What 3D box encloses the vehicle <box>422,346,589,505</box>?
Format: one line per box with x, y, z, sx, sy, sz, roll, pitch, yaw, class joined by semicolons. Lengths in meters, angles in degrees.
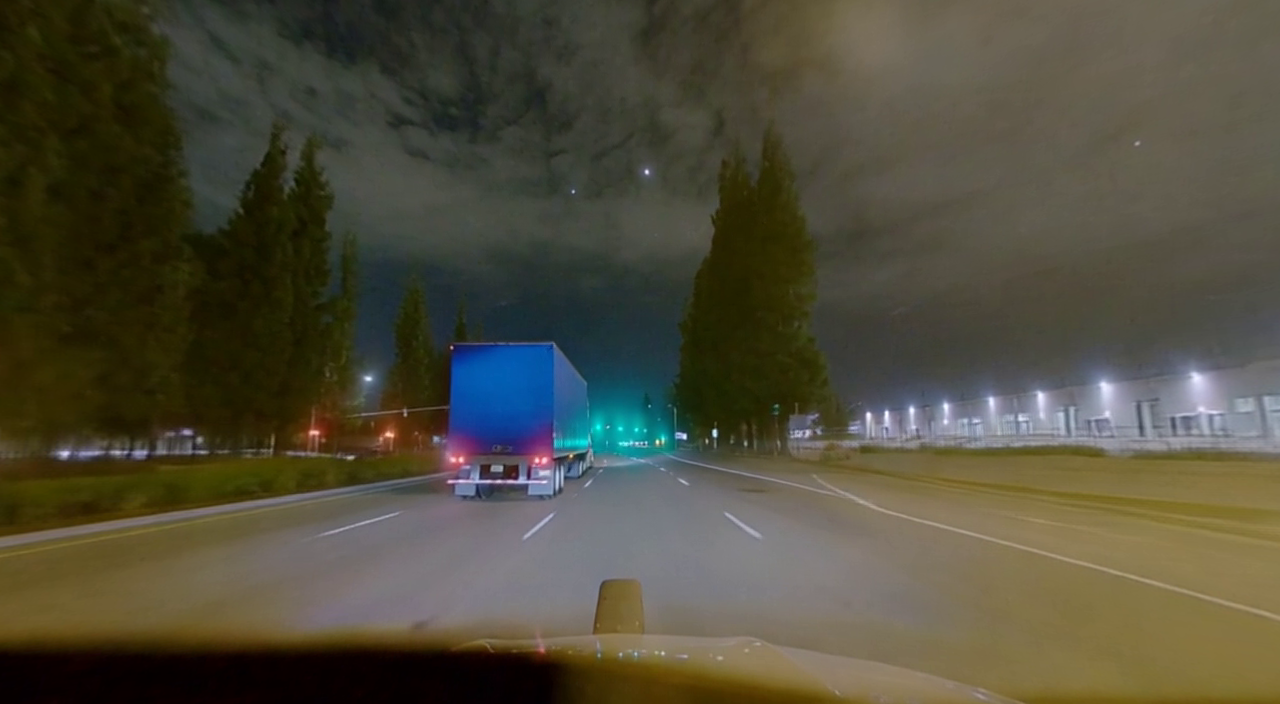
-3.231;2.179;17.884;2.910;3.419;8.376;0;-8;0;vehicle
